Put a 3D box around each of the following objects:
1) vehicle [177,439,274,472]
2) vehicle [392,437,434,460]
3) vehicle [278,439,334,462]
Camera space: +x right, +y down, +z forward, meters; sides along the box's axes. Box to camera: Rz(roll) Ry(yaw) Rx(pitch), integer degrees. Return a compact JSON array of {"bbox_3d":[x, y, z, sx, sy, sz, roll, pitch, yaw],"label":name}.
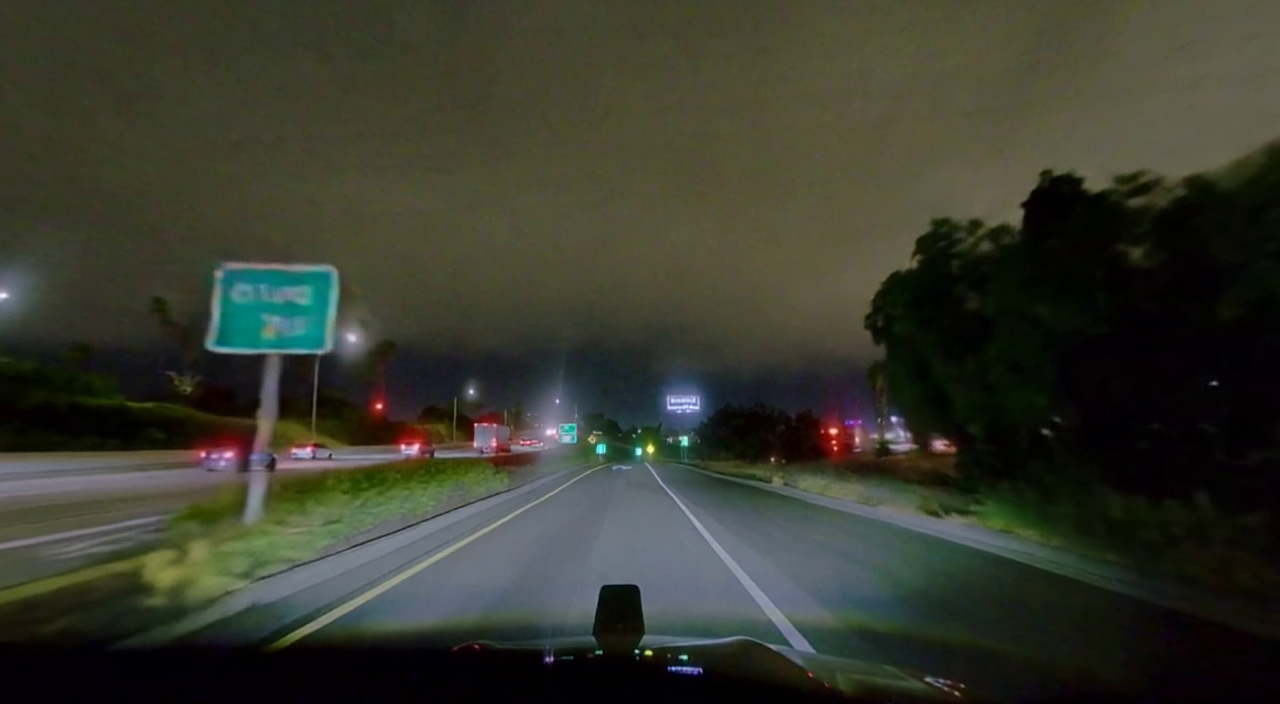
[{"bbox_3d":[-20.498,5.141,31.511,1.933,1.496,4.516,0,-9,-3],"label":"vehicle"},{"bbox_3d":[-17.596,7.481,49.083,1.919,1.658,4.084,0,-9,-3],"label":"vehicle"},{"bbox_3d":[-25.104,7.412,47.679,1.998,1.648,4.495,0,-9,-3],"label":"vehicle"}]
